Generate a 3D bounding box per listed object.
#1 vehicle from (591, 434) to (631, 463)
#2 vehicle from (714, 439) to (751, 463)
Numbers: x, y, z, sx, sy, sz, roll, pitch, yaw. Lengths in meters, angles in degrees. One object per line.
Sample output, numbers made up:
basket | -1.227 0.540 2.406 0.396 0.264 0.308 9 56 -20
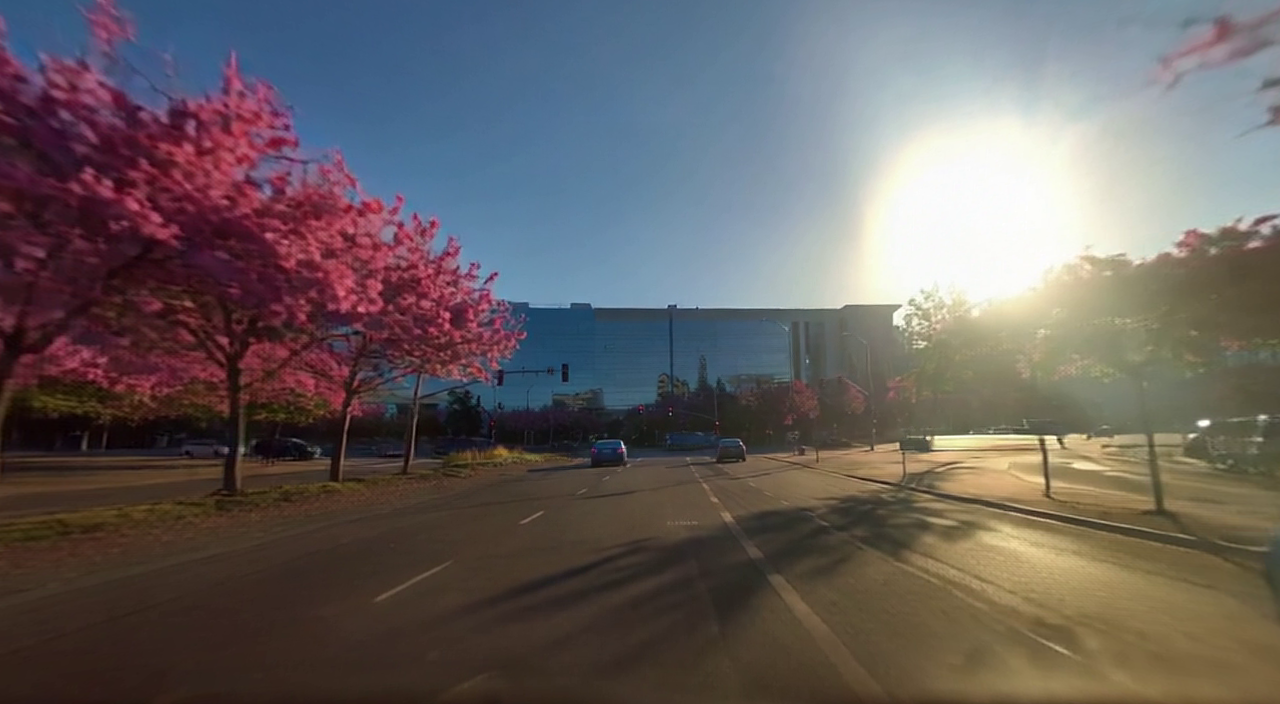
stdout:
vehicle | -1.805 6.182 40.513 1.995 1.703 4.367 -1 -9 4
vehicle | 6.194 6.684 42.753 2.007 1.466 4.291 -1 -8 2
